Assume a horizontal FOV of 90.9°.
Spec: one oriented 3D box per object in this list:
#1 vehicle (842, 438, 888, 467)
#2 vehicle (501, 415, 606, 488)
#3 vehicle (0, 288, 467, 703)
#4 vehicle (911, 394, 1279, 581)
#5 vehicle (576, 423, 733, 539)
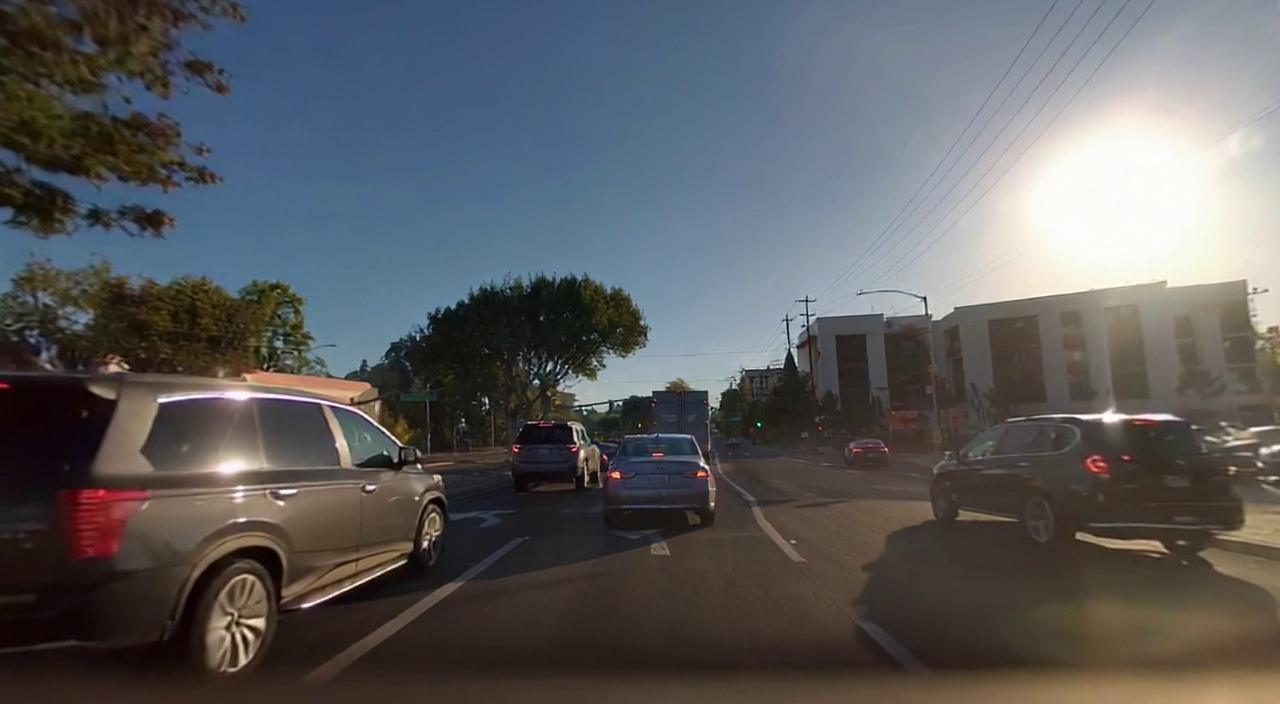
[{"bbox_3d":[12.495,5.570,35.226,1.900,1.507,4.151,-2,-9,13],"label":"vehicle"},{"bbox_3d":[-2.453,3.035,19.518,2.289,1.935,5.227,-1,-8,2],"label":"vehicle"},{"bbox_3d":[-3.050,1.014,4.644,2.124,1.829,4.799,0,-8,1],"label":"vehicle"},{"bbox_3d":[5.830,1.673,8.642,2.141,1.794,4.933,0,-8,2],"label":"vehicle"},{"bbox_3d":[0.154,1.995,10.380,2.061,1.494,4.079,0,-8,-1],"label":"vehicle"}]
